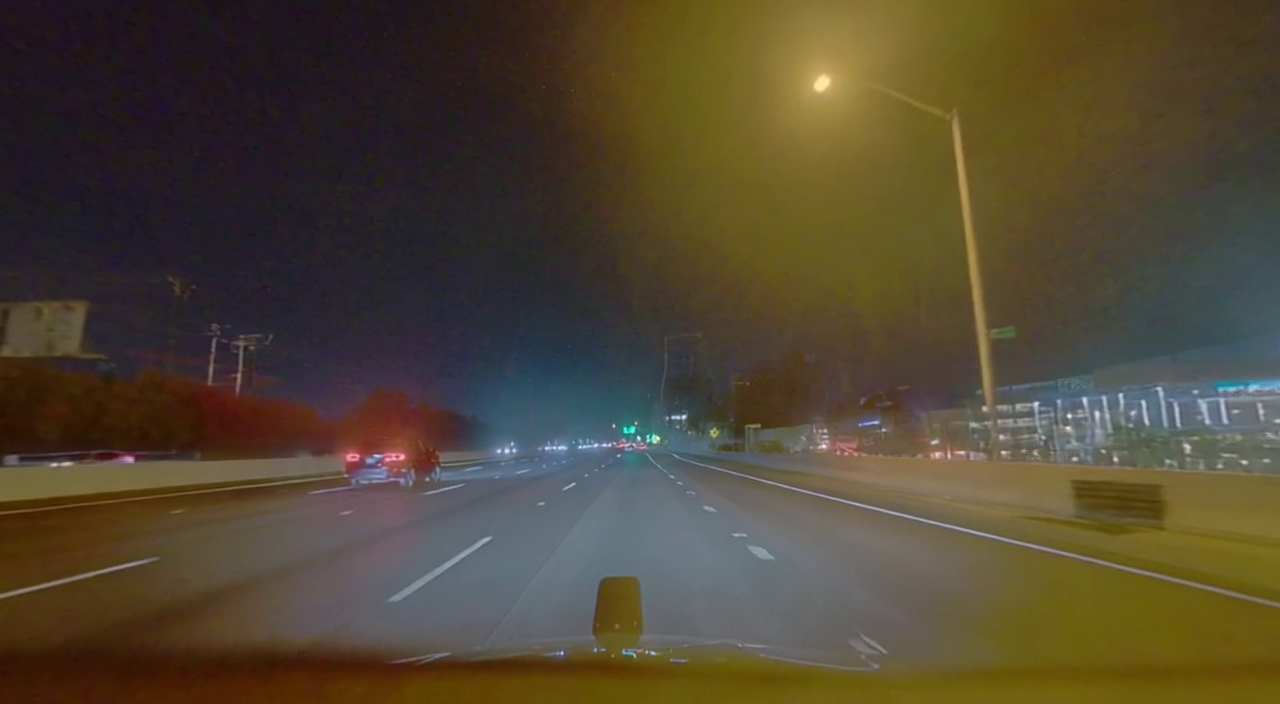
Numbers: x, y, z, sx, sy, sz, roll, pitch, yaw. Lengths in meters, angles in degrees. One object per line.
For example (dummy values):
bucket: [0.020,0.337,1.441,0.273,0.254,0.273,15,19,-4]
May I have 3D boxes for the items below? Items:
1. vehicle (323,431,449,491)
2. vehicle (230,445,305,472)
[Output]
vehicle: [-7.694,3.366,19.702,2.140,1.626,4.457,1,-9,-1]
vehicle: [-21.700,6.190,36.983,1.813,1.444,4.282,0,-8,0]
